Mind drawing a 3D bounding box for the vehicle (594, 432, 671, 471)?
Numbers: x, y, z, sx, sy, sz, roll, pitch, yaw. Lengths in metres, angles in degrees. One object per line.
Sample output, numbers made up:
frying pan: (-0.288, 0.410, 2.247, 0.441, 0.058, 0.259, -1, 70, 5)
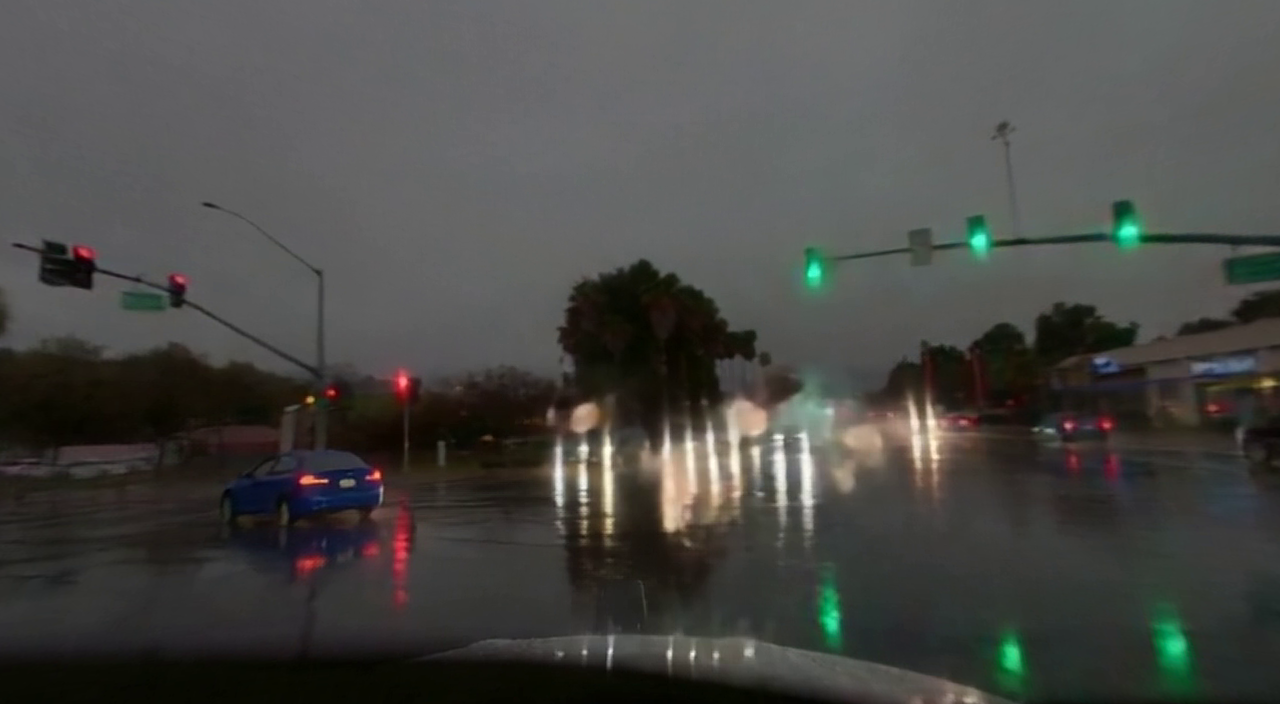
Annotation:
vehicle: (-0.213, 4.225, 26.968, 2.041, 1.498, 4.348, -3, -9, 17)

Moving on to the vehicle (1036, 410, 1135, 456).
vehicle: (19.901, 3.695, 28.492, 2.059, 1.859, 4.690, -2, -9, 16)

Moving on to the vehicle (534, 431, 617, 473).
vehicle: (-2.817, 4.483, 28.576, 2.090, 1.593, 4.176, -5, -7, 18)

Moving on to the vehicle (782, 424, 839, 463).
vehicle: (7.309, 3.852, 26.808, 2.041, 1.473, 4.221, -3, -8, 18)

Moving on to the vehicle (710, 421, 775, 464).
vehicle: (4.578, 3.969, 27.707, 2.187, 1.740, 4.022, -3, -9, 17)

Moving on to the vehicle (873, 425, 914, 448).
vehicle: (16.996, 5.697, 42.559, 1.977, 1.449, 4.254, -2, -9, 14)

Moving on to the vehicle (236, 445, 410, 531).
vehicle: (-6.776, 2.714, 13.297, 2.089, 1.471, 4.206, 7, -11, -42)

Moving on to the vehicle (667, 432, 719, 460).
vehicle: (3.084, 5.322, 35.903, 1.973, 1.474, 4.495, -3, -9, 17)

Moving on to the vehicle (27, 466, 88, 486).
vehicle: (-45.706, 9.712, 49.564, 3.752, 1.419, 1.664, -2, -9, 15)

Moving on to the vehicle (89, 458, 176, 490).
vehicle: (-35.824, 8.616, 44.683, 1.952, 1.817, 4.332, -6, -8, 23)
